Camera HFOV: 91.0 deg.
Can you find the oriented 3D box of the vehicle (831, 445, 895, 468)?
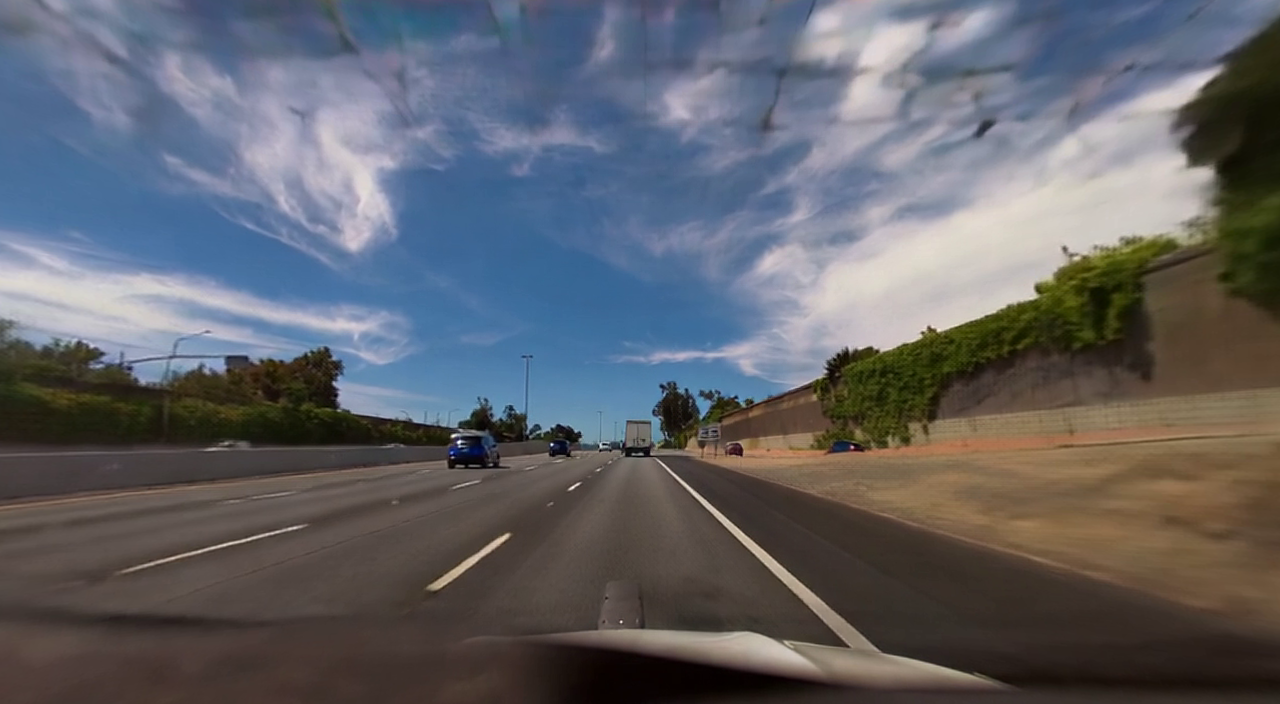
[{"bbox_3d":[15.020,7.062,42.710,2.075,1.510,4.569,2,-9,-10],"label":"vehicle"}]

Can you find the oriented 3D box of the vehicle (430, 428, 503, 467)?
[{"bbox_3d":[-10.510,5.898,38.911,2.571,2.169,6.443,0,-9,1],"label":"vehicle"}]

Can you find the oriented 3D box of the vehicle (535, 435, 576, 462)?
[{"bbox_3d":[-6.600,7.665,49.999,2.502,1.997,5.697,0,-9,0],"label":"vehicle"}]
